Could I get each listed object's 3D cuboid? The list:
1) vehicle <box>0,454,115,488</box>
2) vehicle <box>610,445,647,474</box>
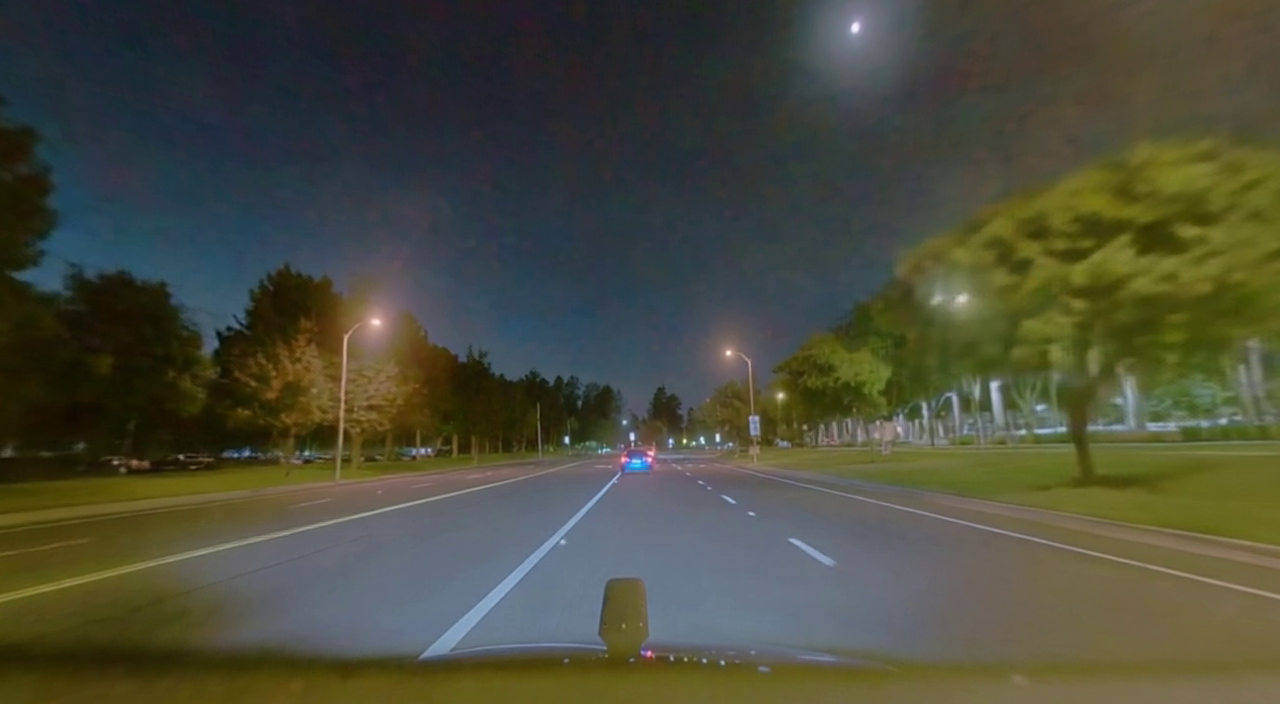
[{"bbox_3d":[-30.244,6.133,32.645,4.392,1.602,1.860,0,-8,0],"label":"vehicle"},{"bbox_3d":[-0.655,6.028,35.732,1.978,1.499,3.915,0,-8,-1],"label":"vehicle"}]
